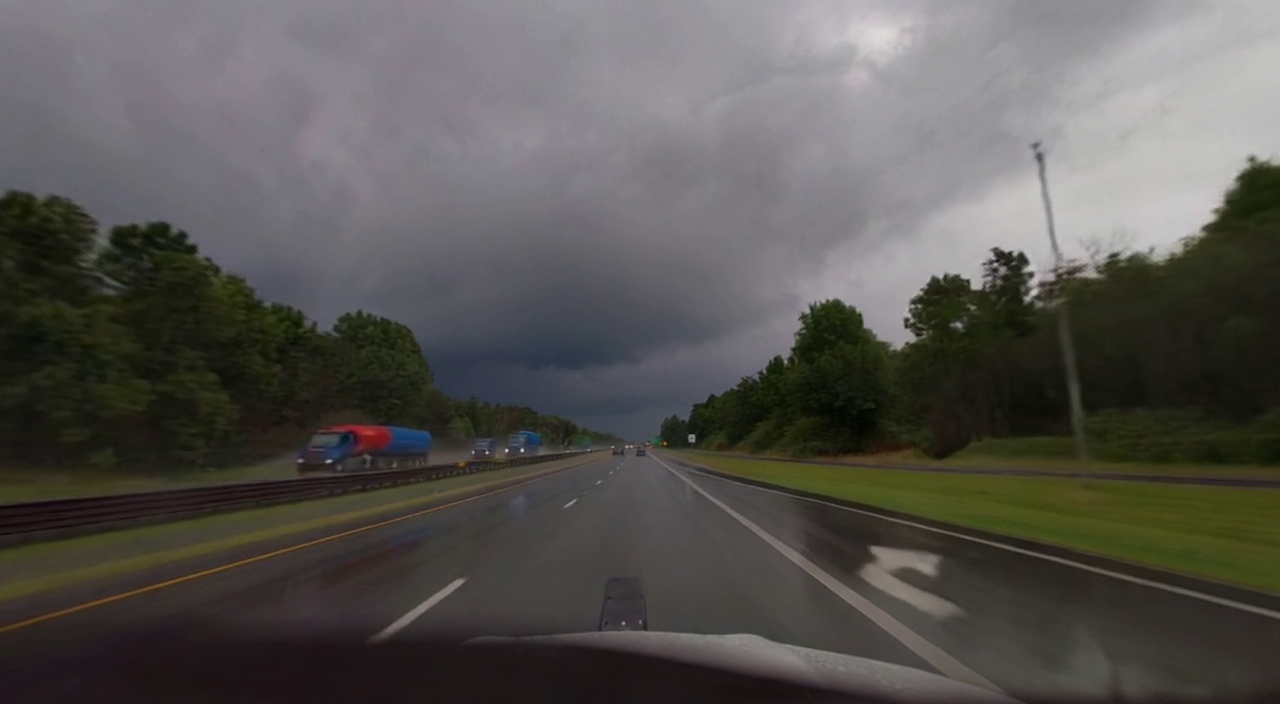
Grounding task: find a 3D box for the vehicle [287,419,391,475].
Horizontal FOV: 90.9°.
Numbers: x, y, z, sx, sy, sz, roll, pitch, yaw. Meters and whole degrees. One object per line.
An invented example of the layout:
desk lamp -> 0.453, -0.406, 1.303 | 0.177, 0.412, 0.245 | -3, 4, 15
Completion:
vehicle -> -22.889, 7.391, 48.805 | 3.015, 3.832, 9.988 | 0, -9, 1
